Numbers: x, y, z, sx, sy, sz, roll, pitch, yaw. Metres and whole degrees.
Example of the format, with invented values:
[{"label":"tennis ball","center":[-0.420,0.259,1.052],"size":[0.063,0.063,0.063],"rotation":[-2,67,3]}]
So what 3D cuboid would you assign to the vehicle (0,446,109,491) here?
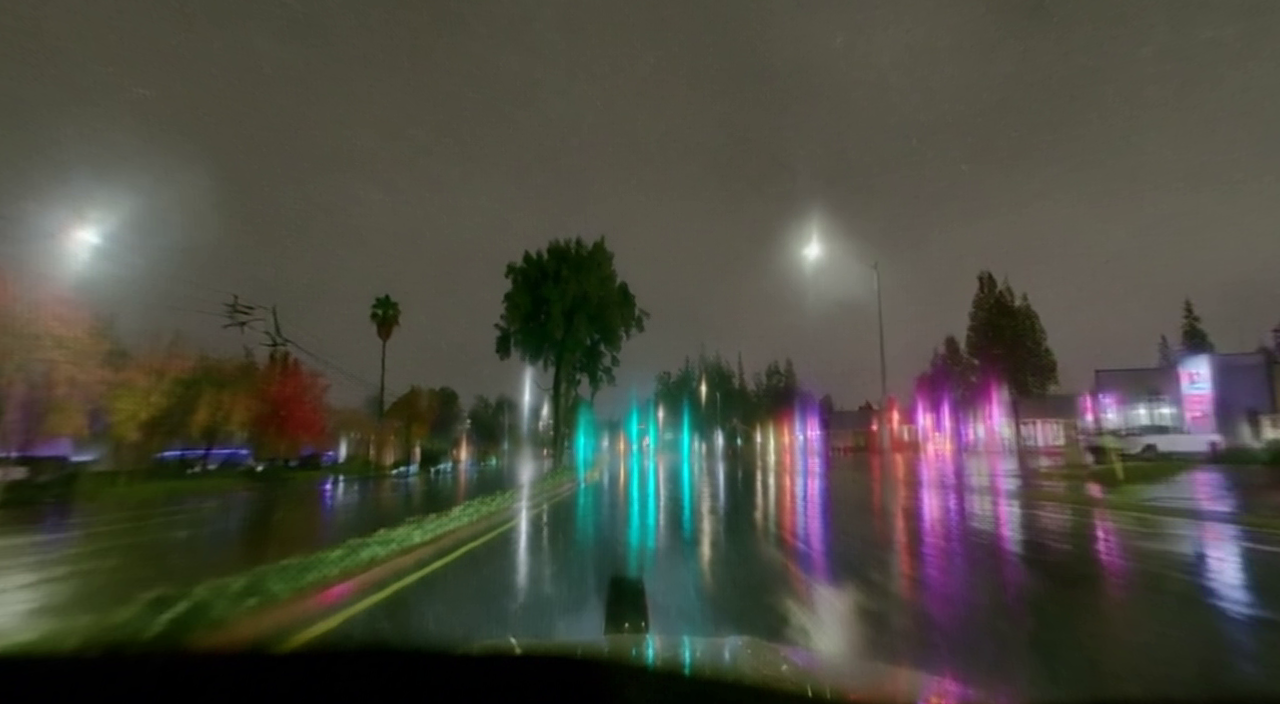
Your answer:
[{"label":"vehicle","center":[-26.443,4.981,27.267],"size":[4.979,1.829,2.087],"rotation":[0,-9,2]}]

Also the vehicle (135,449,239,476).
[{"label":"vehicle","center":[-27.182,6.643,37.942],"size":[4.591,1.566,2.133],"rotation":[0,-9,-2]}]

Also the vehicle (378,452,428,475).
[{"label":"vehicle","center":[-18.618,8.725,49.697],"size":[1.959,1.682,4.628],"rotation":[0,-9,3]}]

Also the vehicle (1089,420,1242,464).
[{"label":"vehicle","center":[22.737,3.963,27.618],"size":[2.217,1.737,4.962],"rotation":[1,-9,-3]}]
